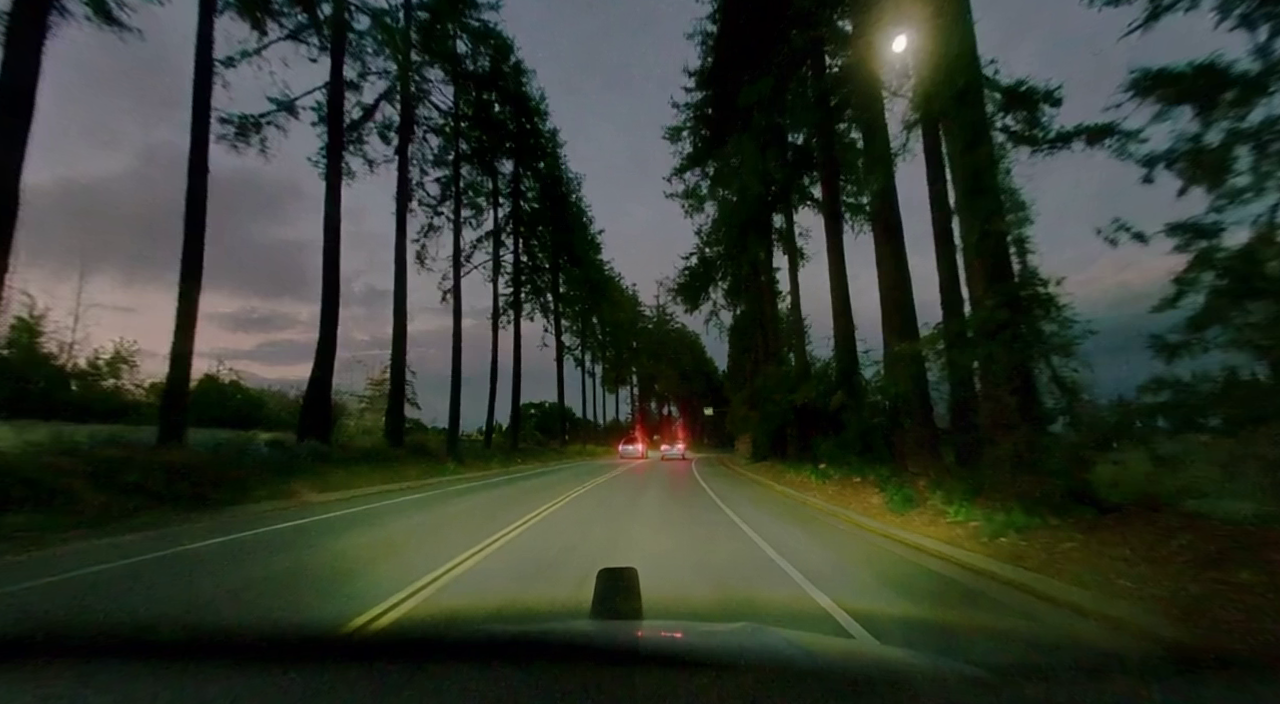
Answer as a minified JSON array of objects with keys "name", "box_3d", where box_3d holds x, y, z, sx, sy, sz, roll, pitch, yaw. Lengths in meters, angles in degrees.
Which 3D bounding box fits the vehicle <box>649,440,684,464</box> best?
[{"name":"vehicle","box_3d":[1.755,6.438,40.773,2.071,1.474,4.047,-1,-8,5]}]

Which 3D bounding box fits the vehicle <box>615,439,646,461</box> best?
[{"name":"vehicle","box_3d":[-0.676,7.631,49.311,1.863,1.557,3.926,-1,-8,7]}]
